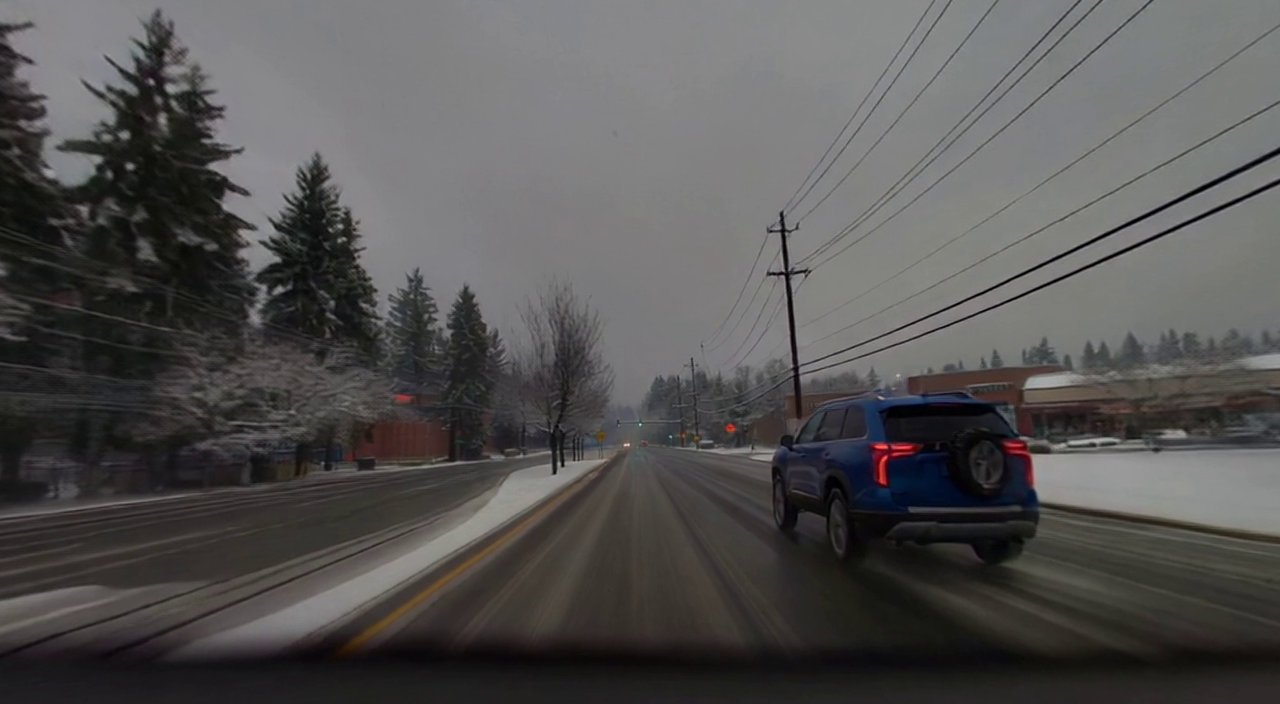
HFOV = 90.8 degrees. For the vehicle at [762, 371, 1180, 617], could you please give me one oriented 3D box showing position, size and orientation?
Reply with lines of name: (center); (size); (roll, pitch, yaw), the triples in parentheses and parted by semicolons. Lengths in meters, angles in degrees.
vehicle: (2.931, 1.400, 7.142); (2.060, 1.820, 4.713); (0, -9, -1)
